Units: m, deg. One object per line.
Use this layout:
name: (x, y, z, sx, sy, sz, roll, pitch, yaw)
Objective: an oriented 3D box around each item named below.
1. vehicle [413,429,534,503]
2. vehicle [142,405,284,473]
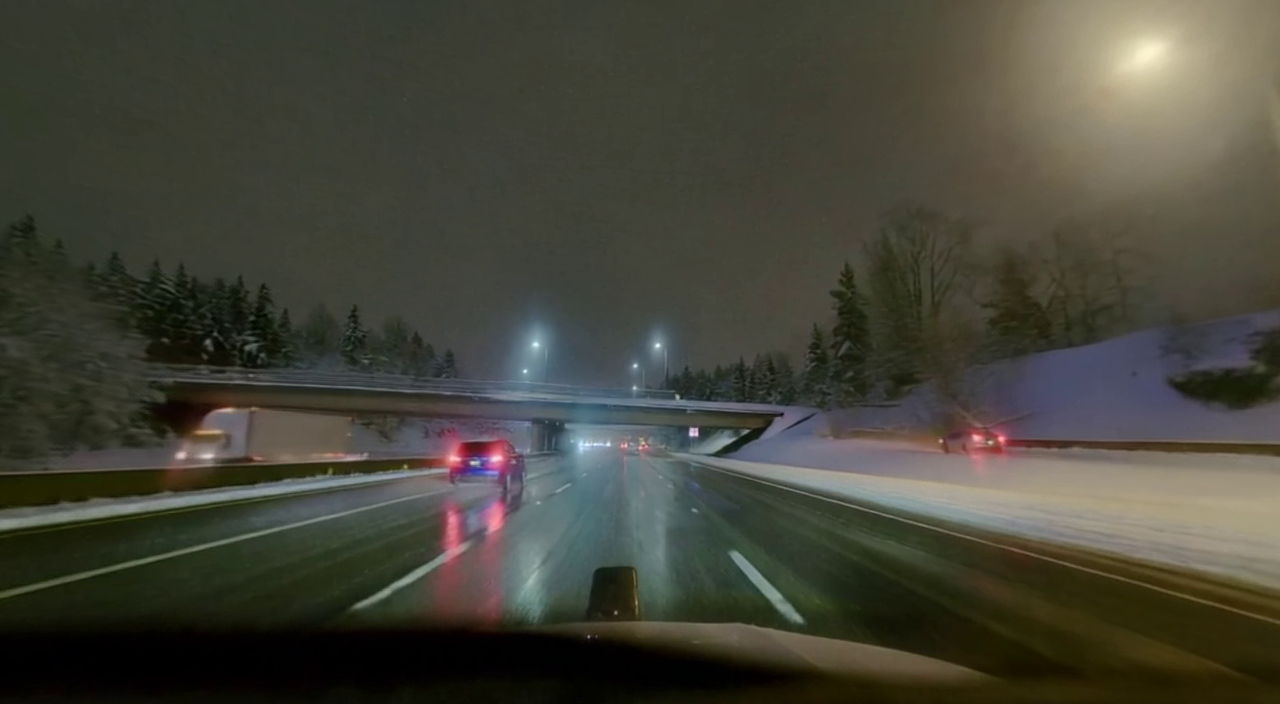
vehicle: (-4.330, 3.045, 17.333, 2.102, 1.727, 4.704, 0, -9, -1)
vehicle: (-26.170, 5.454, 39.370, 3.039, 3.755, 8.042, 0, -9, 1)
